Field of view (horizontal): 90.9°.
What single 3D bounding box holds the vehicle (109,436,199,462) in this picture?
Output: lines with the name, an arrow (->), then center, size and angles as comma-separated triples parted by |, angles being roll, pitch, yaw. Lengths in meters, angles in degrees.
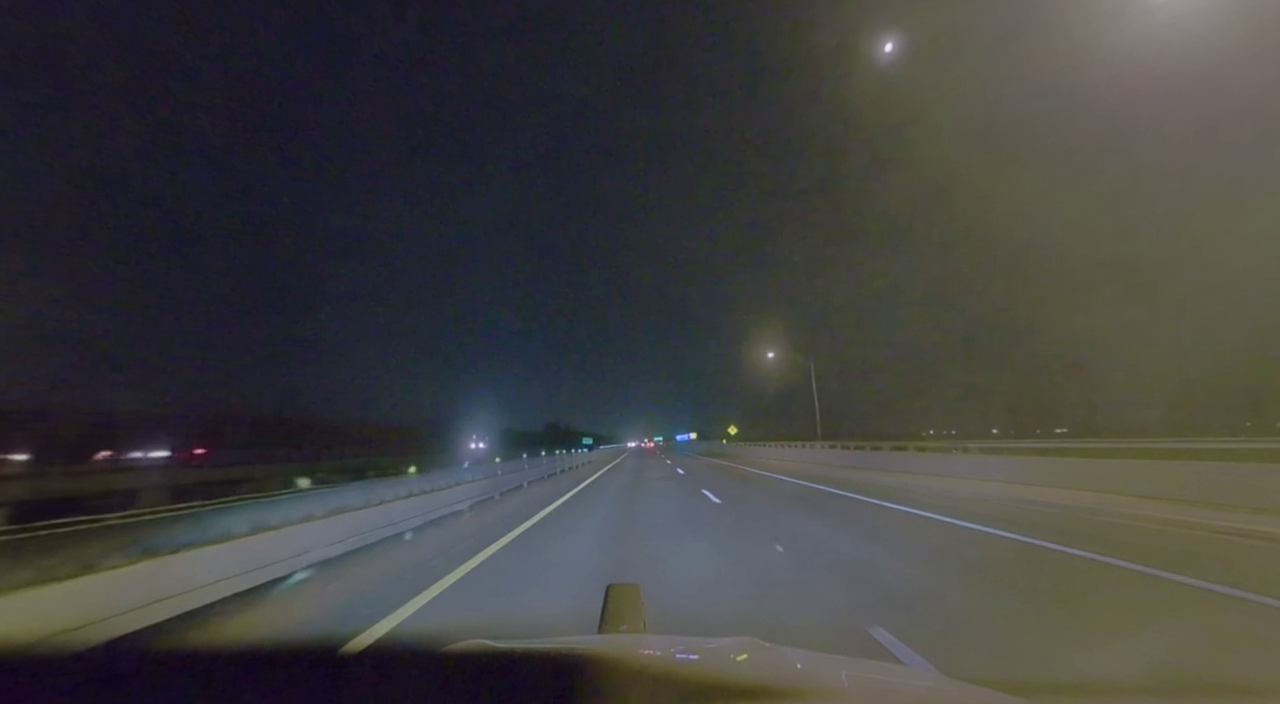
vehicle -> -32.498, 6.488, 42.428 | 1.956, 1.618, 5.165 | 0, -8, 0

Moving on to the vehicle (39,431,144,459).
vehicle -> -32.577, 5.539, 37.684 | 1.970, 1.540, 5.053 | 0, -8, -4

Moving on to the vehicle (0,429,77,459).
vehicle -> -32.643, 4.812, 32.856 | 1.906, 1.501, 5.170 | 0, -8, -1
